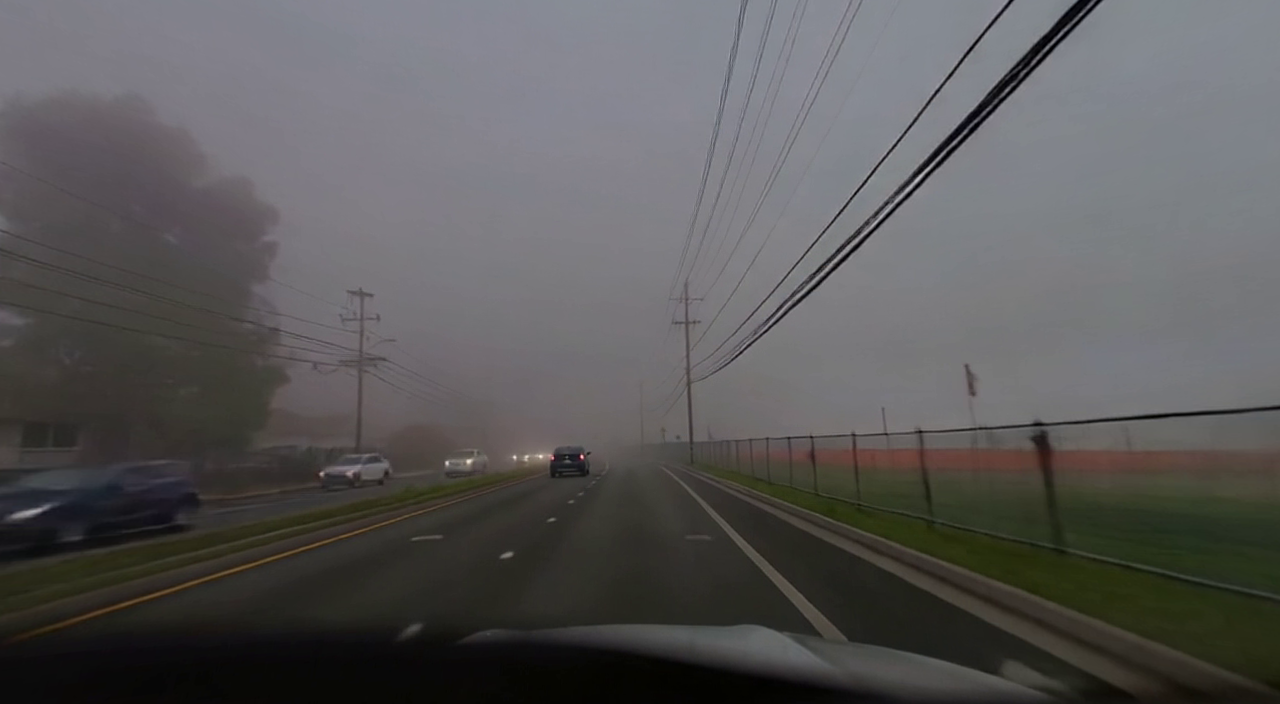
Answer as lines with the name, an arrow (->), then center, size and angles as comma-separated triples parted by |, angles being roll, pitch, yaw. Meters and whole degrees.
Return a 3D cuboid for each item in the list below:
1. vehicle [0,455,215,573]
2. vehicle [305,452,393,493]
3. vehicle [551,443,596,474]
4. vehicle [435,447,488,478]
vehicle -> -9.756, 2.554, 10.626 | 2.007, 1.520, 4.466 | 0, -9, 0
vehicle -> -13.375, 5.527, 29.276 | 1.942, 1.660, 4.595 | 1, -9, -1
vehicle -> -3.528, 5.729, 34.066 | 1.992, 1.515, 4.289 | 1, -9, -1
vehicle -> -10.557, 6.518, 37.493 | 1.954, 1.690, 4.080 | 1, -9, -1
